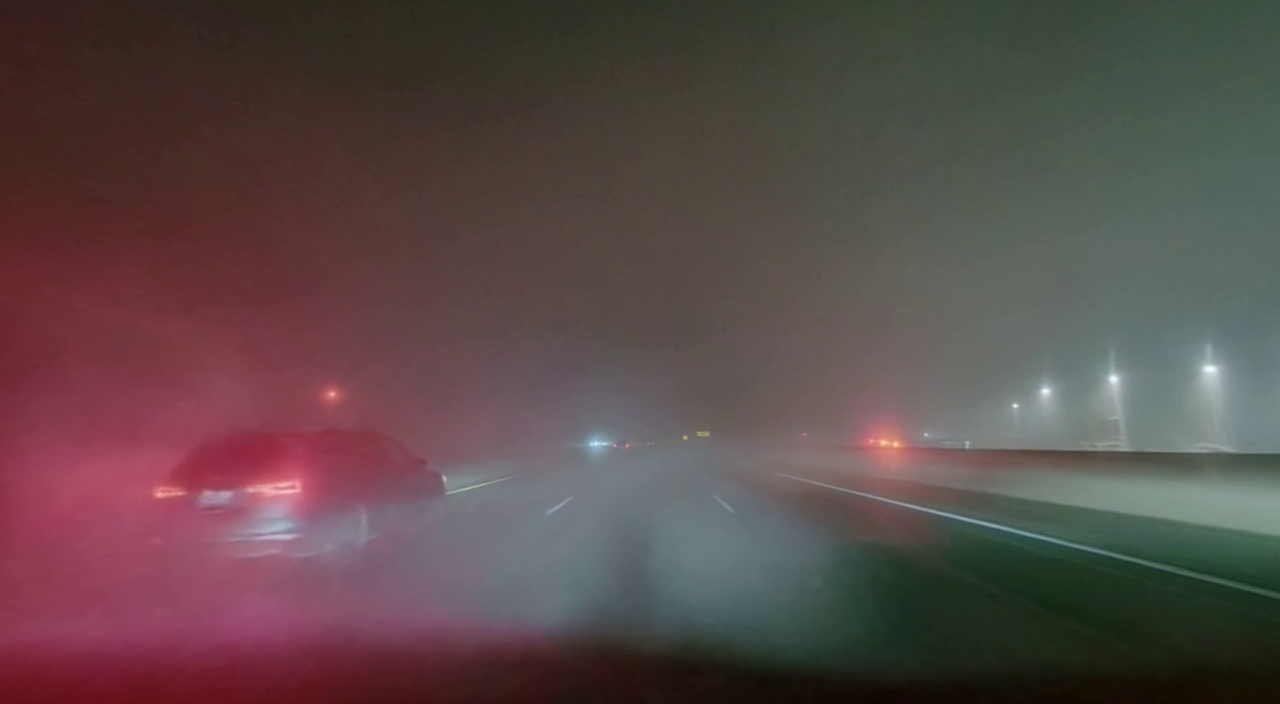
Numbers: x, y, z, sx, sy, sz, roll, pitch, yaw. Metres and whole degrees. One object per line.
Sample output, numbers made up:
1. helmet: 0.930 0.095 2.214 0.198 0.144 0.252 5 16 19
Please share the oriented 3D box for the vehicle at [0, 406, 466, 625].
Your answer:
1. vehicle: -3.753 1.549 7.104 2.053 1.587 4.855 0 -8 2
